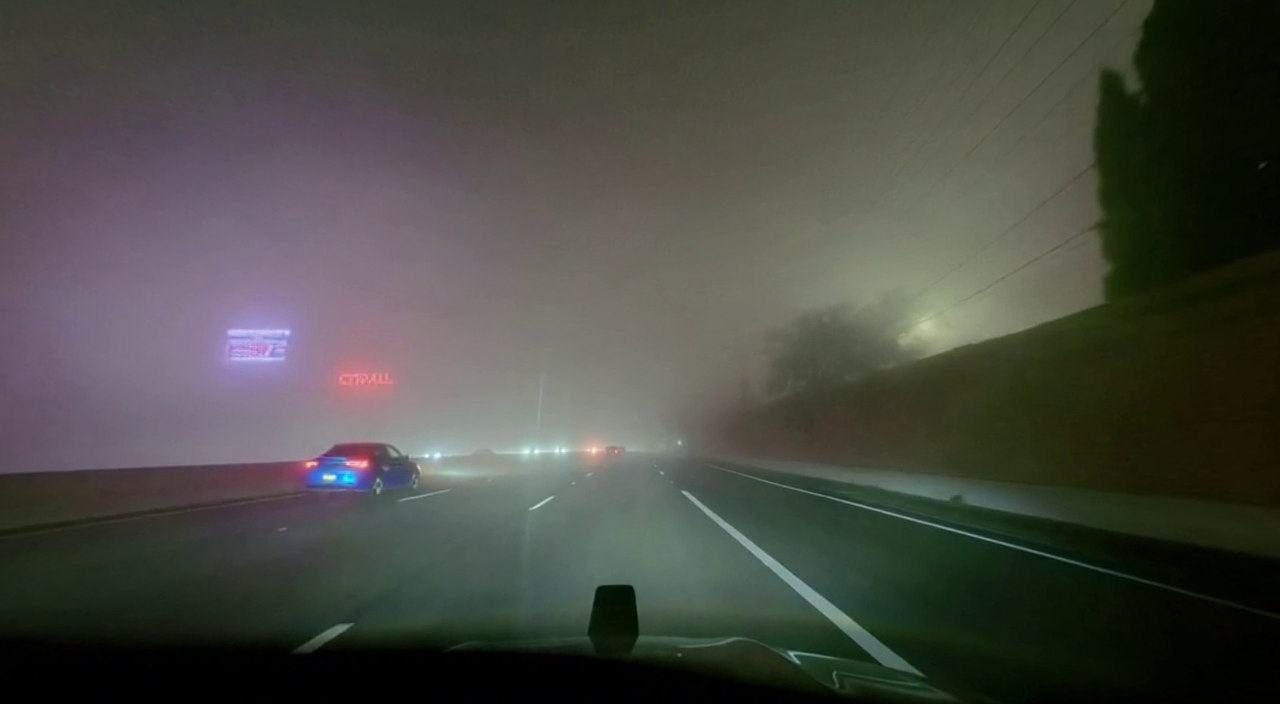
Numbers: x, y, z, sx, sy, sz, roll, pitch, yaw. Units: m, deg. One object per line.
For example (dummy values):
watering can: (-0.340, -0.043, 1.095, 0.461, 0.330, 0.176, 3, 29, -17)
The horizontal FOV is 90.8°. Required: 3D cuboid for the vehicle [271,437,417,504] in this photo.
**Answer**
vehicle: (-7.733, 3.101, 16.987, 2.013, 1.574, 3.923, 0, -8, 0)
